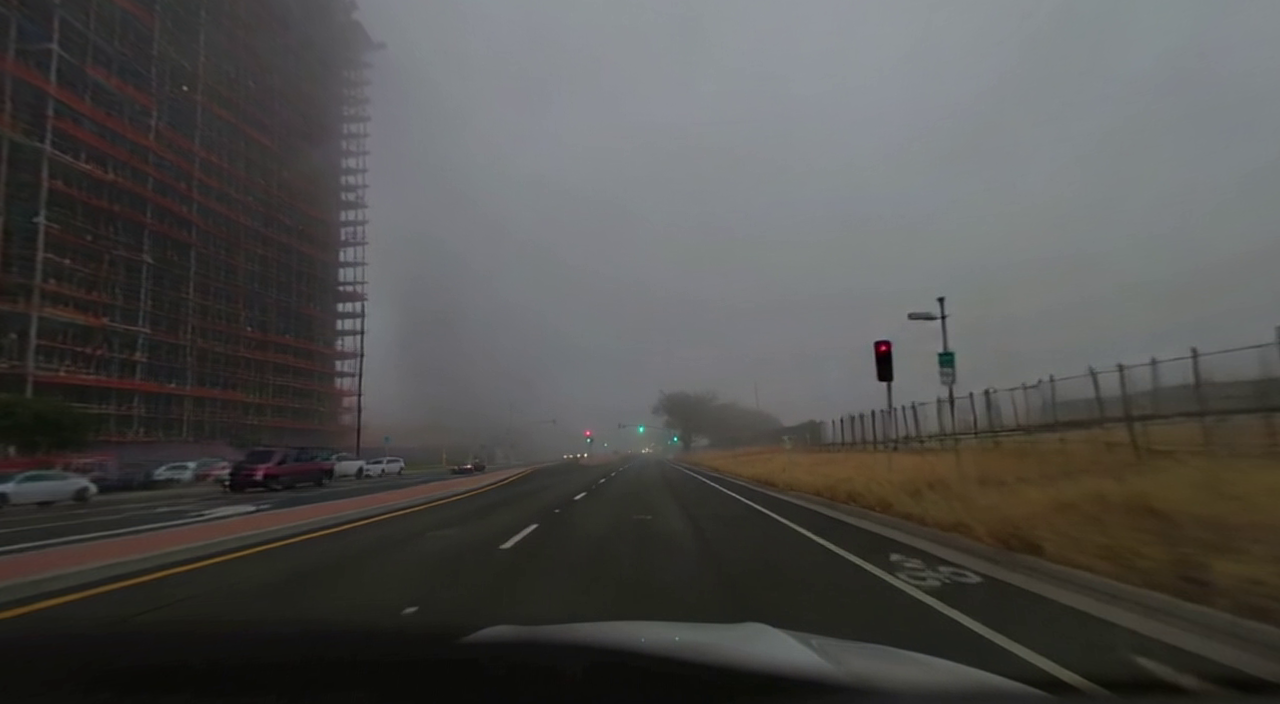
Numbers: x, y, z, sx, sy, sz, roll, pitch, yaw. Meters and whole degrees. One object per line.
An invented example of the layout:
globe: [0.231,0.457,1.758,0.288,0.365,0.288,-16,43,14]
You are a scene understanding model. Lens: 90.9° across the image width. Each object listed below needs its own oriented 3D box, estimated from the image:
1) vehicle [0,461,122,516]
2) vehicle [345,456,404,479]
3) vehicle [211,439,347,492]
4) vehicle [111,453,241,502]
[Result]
vehicle: [-19.428,4.316,20.048,1.836,1.418,4.956,-2,-7,-2]
vehicle: [-19.138,8.325,45.660,2.007,1.453,4.932,-1,-9,2]
vehicle: [-16.238,5.125,28.918,2.601,2.118,6.071,0,-9,1]
vehicle: [-19.423,5.221,26.728,1.985,1.625,4.749,-2,-7,-1]
